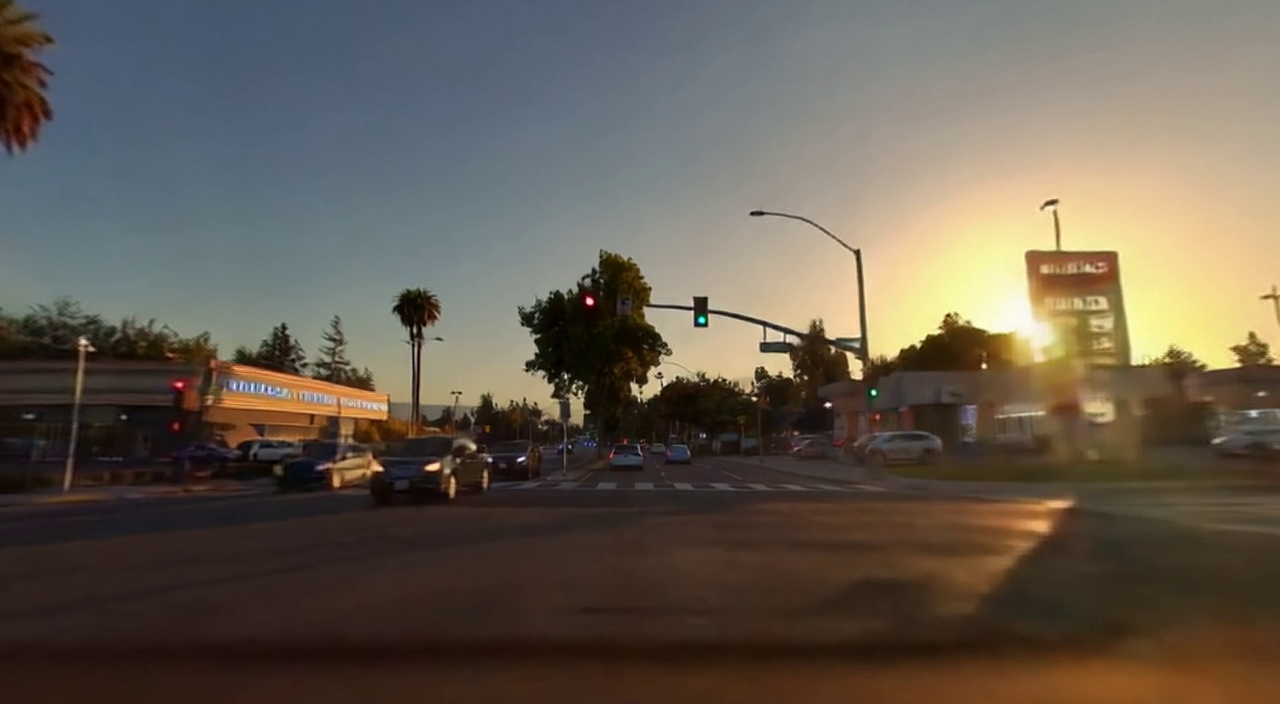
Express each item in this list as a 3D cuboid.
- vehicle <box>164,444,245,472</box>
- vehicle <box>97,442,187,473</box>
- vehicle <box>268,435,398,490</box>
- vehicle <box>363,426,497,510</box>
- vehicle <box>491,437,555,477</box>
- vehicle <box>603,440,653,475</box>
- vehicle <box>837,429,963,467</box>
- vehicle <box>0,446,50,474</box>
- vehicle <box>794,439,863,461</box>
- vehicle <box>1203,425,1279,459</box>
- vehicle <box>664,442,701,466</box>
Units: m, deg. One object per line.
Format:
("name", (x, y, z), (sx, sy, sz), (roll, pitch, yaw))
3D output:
("vehicle", (-27.219, 6.608, 39.767), (1.969, 1.627, 4.508), (0, -8, -2))
("vehicle", (-31.057, 6.582, 39.660), (2.009, 1.790, 4.501), (0, -8, -2))
("vehicle", (-11.580, 4.194, 24.482), (2.161, 1.830, 5.674), (0, -8, 0))
("vehicle", (-5.199, 2.869, 16.364), (2.032, 1.747, 4.479), (-2, -7, -2))
("vehicle", (-5.279, 4.781, 29.087), (2.060, 1.643, 4.359), (0, -8, 0))
("vehicle", (-0.577, 4.902, 29.723), (2.160, 1.508, 4.319), (0, -8, -1))
("vehicle", (13.682, 5.095, 33.551), (5.718, 1.911, 2.088), (0, -8, -2))
("vehicle", (-40.281, 6.865, 40.263), (1.791, 1.696, 3.791), (0, -8, -3))
("vehicle", (13.644, 7.090, 45.965), (4.360, 1.523, 1.900), (0, -8, -1))
("vehicle", (34.179, 4.936, 34.604), (4.597, 1.775, 1.982), (-1, -8, 6))
("vehicle", (2.772, 6.846, 42.644), (2.060, 1.471, 4.168), (0, -8, -2))
